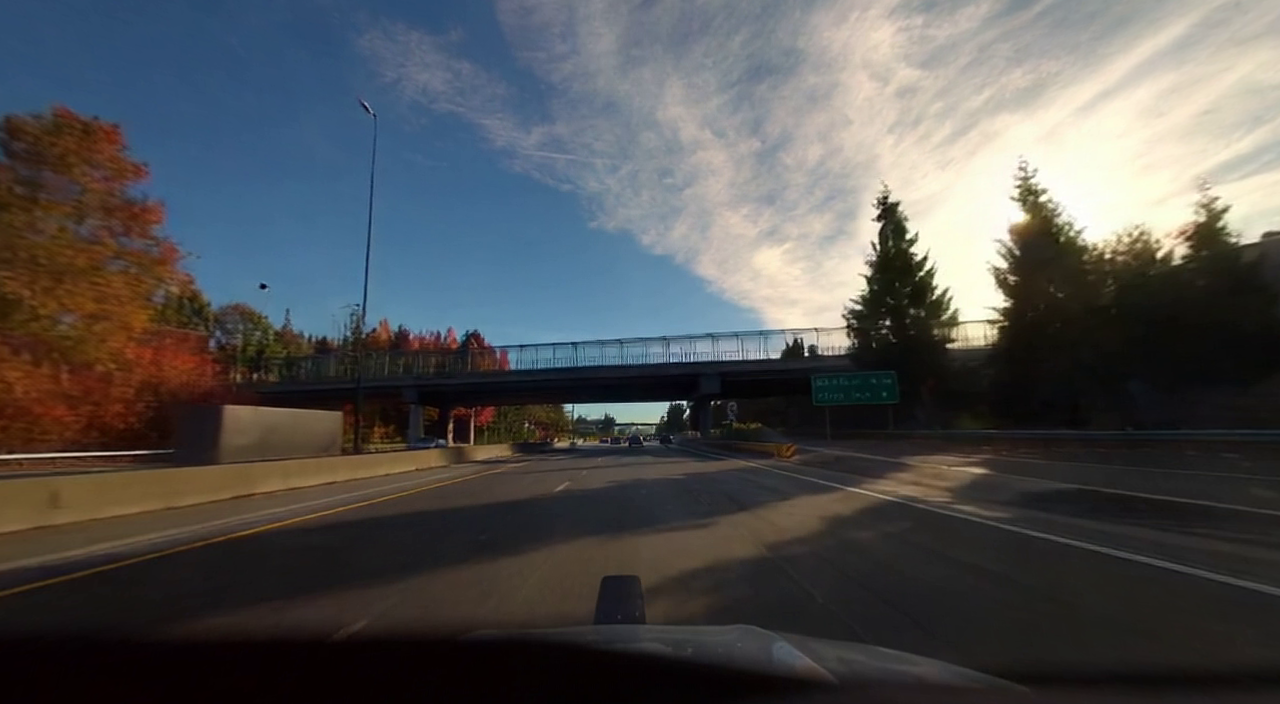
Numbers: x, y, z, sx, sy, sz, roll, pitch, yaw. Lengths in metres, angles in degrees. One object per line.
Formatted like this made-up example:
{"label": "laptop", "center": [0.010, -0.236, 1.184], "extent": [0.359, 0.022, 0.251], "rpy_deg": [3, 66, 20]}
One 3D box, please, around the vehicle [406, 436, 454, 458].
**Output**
{"label": "vehicle", "center": [-14.778, 6.685, 44.515], "extent": [1.875, 1.483, 4.517], "rpy_deg": [0, -8, -1]}
